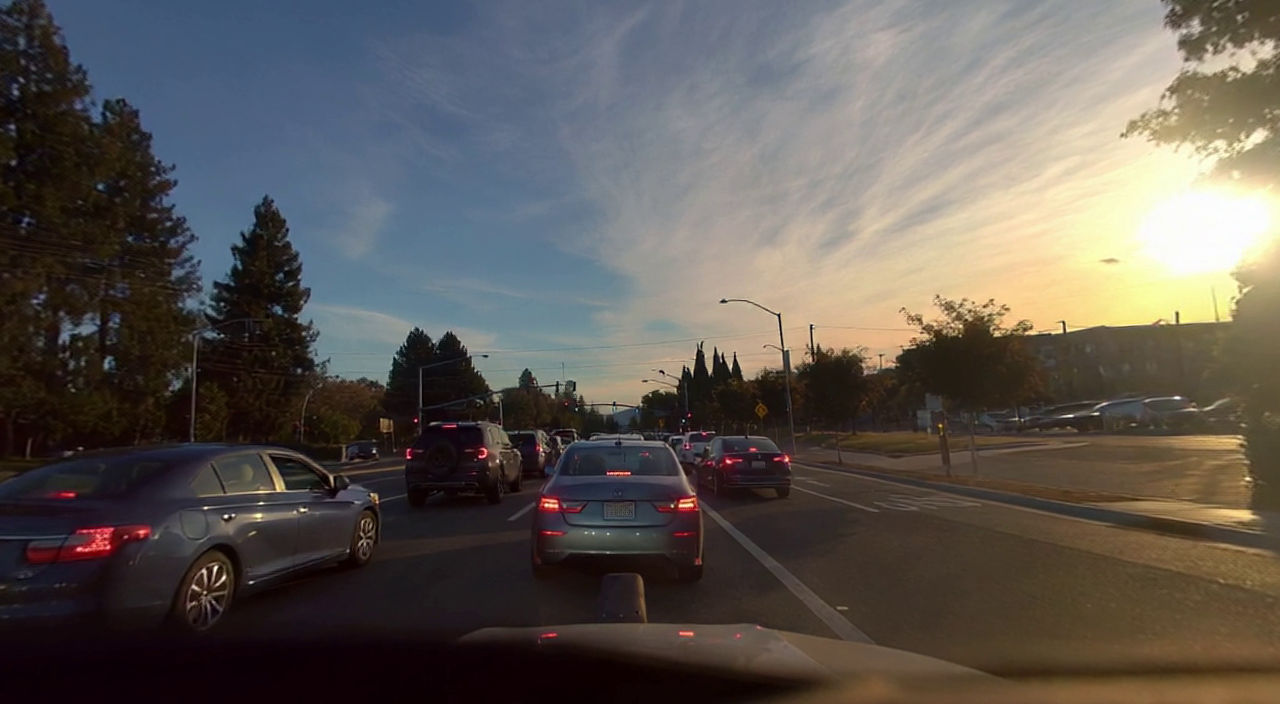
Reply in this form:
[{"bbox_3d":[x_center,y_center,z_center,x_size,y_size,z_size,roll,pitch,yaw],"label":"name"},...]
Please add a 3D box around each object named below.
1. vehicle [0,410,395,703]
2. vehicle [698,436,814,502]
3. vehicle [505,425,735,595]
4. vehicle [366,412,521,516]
[{"bbox_3d":[-3.863,1.346,5.248,1.985,1.467,4.224,0,-9,-1],"label":"vehicle"},{"bbox_3d":[2.805,2.959,16.423,1.978,1.452,4.381,0,-8,-3],"label":"vehicle"},{"bbox_3d":[-0.230,1.680,7.621,2.007,1.467,4.059,0,-8,-2],"label":"vehicle"},{"bbox_3d":[-4.035,2.385,13.904,2.054,1.881,4.469,0,-8,-1],"label":"vehicle"}]
